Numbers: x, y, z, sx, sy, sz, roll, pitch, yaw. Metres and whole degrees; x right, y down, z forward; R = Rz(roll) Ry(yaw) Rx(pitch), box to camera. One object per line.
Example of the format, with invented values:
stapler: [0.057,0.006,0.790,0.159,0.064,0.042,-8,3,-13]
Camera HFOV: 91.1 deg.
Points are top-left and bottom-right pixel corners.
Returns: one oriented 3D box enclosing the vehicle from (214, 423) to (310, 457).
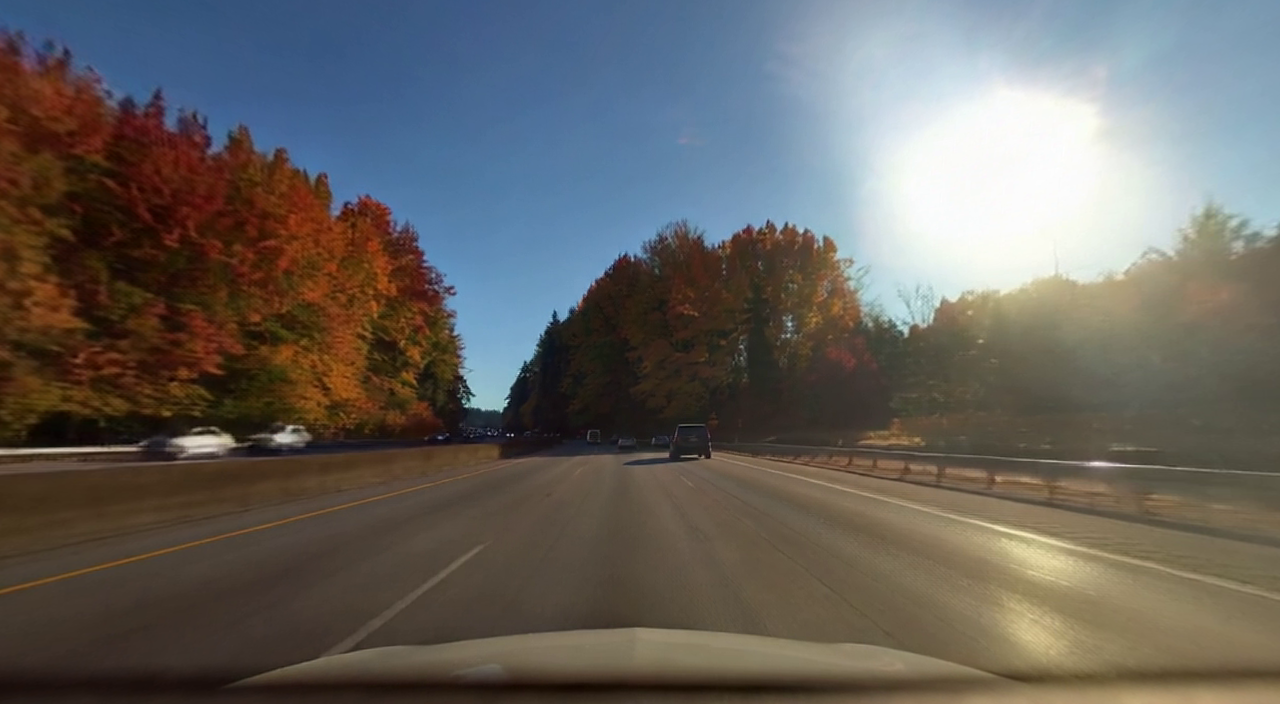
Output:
vehicle: [-19.997,4.679,33.587,1.934,1.639,5.343,0,-8,-1]

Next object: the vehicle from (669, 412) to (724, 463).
vehicle: [3.009,4.771,35.095,2.411,2.614,5.781,0,-8,-1]
